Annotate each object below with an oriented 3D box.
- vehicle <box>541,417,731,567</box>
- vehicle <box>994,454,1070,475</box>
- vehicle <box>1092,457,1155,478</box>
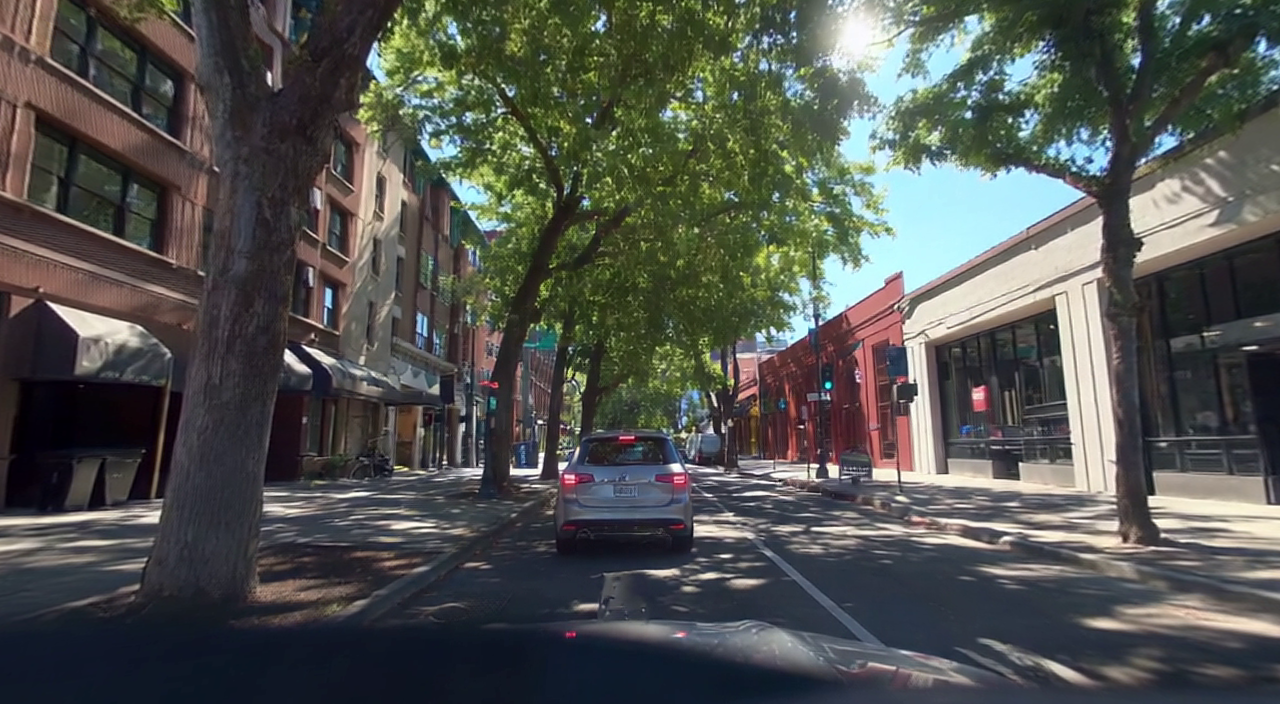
[{"bbox_3d":[-0.087,1.824,8.925,2.079,1.621,3.861,0,-8,-1],"label":"vehicle"},{"bbox_3d":[29.755,8.530,47.913,4.668,1.441,1.904,1,-9,-6],"label":"vehicle"},{"bbox_3d":[36.732,8.776,47.914,3.445,1.363,1.608,2,-8,-1],"label":"vehicle"}]
